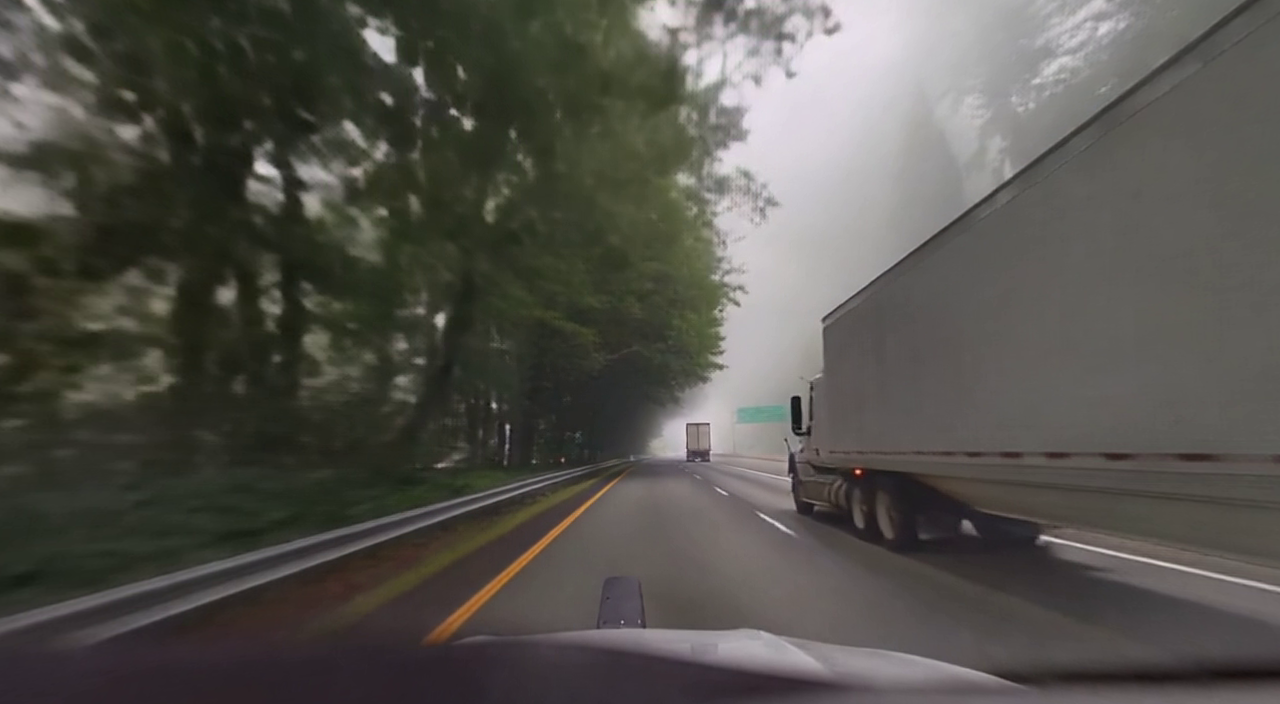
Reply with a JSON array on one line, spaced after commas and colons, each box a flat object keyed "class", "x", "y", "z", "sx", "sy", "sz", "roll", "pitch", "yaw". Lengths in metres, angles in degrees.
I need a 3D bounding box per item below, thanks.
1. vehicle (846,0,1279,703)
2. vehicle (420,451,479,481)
[{"class": "vehicle", "x": 4.483, "y": -0.352, "z": 2.397, "sx": 2.859, "sy": 3.984, "sz": 14.045, "roll": 0, "pitch": -9, "yaw": 1}, {"class": "vehicle", "x": -10.901, "y": 6.544, "z": 36.396, "sx": 1.943, "sy": 1.620, "sz": 4.182, "roll": -1, "pitch": -9, "yaw": 2}]
